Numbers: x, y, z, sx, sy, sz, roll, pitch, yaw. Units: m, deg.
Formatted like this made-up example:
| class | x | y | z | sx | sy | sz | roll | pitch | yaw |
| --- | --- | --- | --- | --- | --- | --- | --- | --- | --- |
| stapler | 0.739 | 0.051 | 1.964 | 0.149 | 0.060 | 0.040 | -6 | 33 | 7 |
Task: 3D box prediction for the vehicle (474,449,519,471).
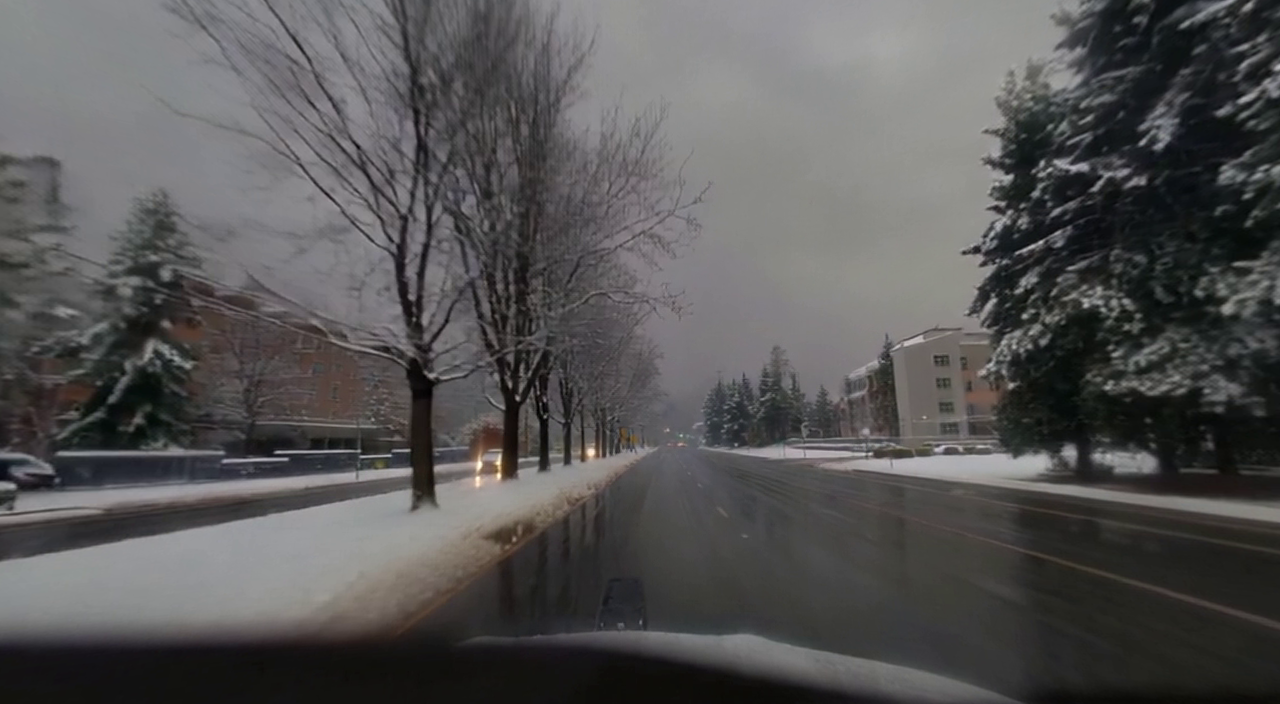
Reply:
| class | x | y | z | sx | sy | sz | roll | pitch | yaw |
| --- | --- | --- | --- | --- | --- | --- | --- | --- | --- |
| vehicle | -10.235 | 7.710 | 45.247 | 1.930 | 1.494 | 4.706 | -1 | -8 | 3 |
